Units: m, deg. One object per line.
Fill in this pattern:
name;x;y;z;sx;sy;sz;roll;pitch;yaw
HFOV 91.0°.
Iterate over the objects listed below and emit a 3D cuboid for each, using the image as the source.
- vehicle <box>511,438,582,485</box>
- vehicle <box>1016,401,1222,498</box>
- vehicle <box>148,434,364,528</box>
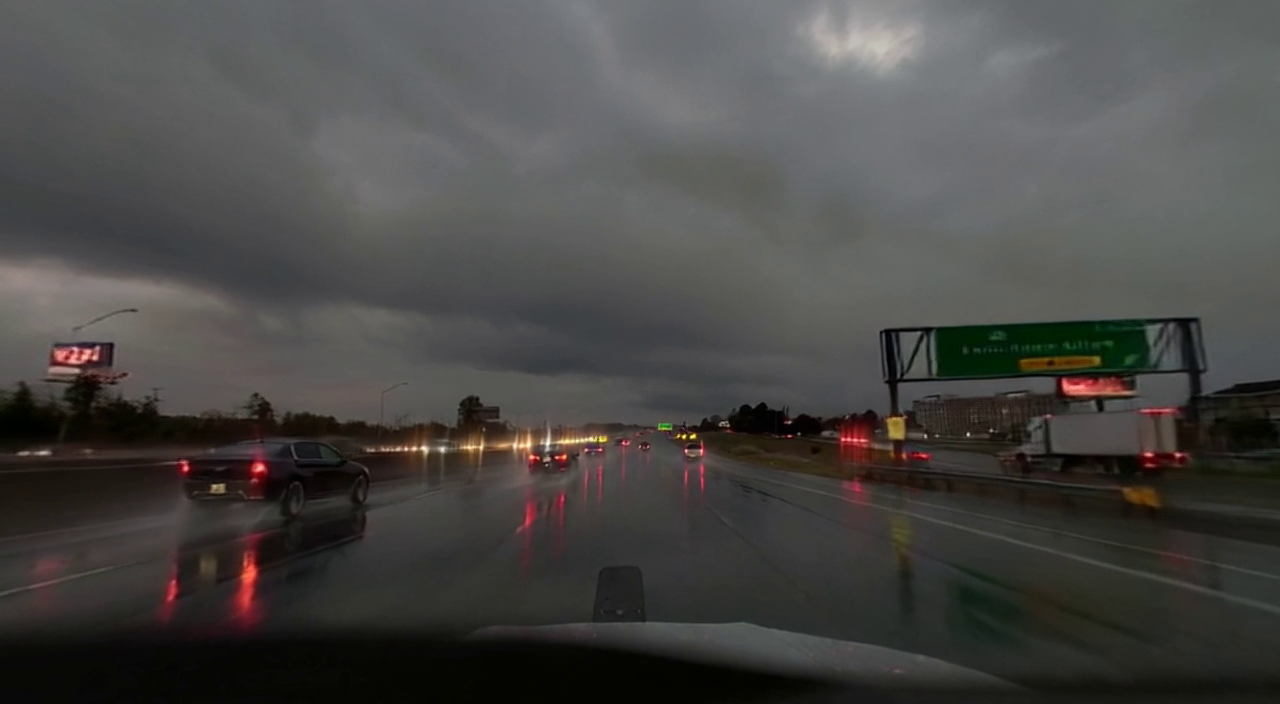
vehicle;-3.416;4.076;23.772;2.001;1.577;4.055;0;-9;1
vehicle;20.346;4.254;27.762;2.958;3.538;8.761;0;-9;7
vehicle;-7.190;2.417;12.310;1.865;1.518;3.620;0;-9;1
